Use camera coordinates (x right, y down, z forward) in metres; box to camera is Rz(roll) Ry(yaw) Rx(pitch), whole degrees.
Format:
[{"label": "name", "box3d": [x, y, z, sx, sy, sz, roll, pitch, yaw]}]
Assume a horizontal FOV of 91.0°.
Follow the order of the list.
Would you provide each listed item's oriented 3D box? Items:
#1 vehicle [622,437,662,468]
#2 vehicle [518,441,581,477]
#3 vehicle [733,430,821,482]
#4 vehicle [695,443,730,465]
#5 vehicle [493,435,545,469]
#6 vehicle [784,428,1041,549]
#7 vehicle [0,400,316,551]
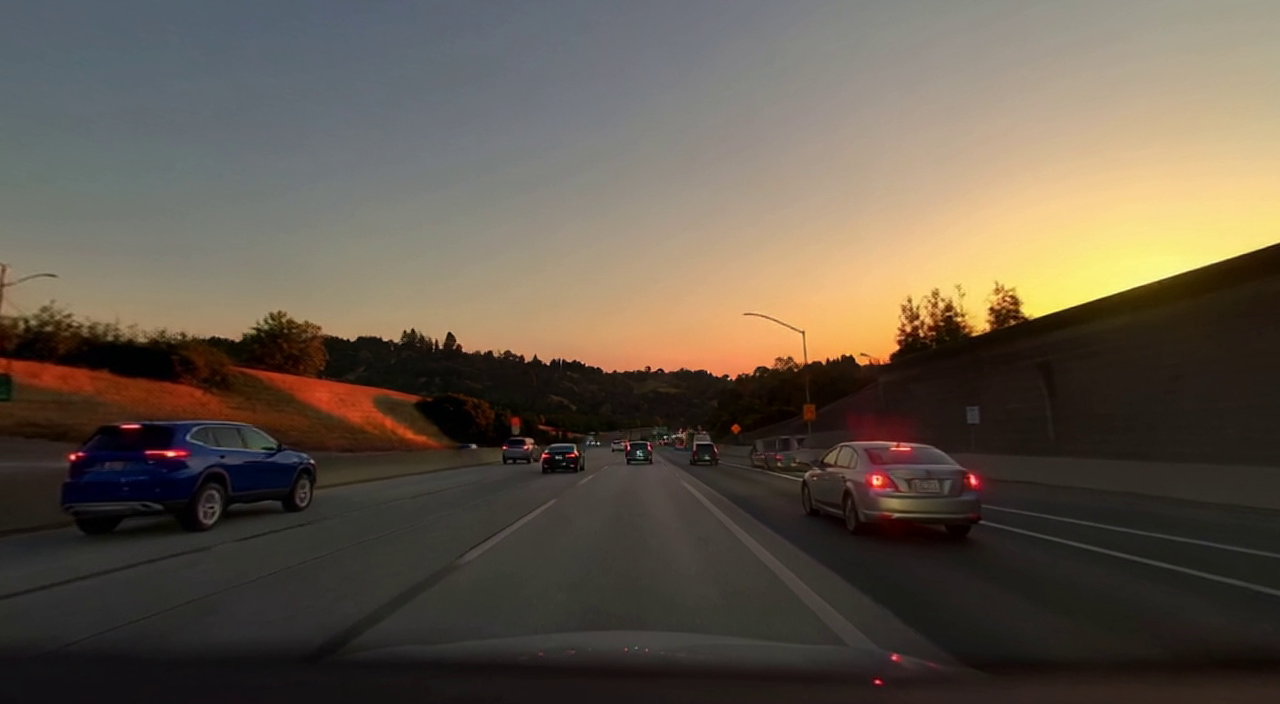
[{"label": "vehicle", "box3d": [0.104, 5.794, 36.333, 2.158, 1.706, 4.219, 0, -9, -1]}, {"label": "vehicle", "box3d": [-3.880, 4.689, 27.767, 2.071, 1.478, 4.130, 0, -9, 1]}, {"label": "vehicle", "box3d": [5.029, 3.902, 23.763, 2.335, 1.759, 4.297, 0, -9, 0]}, {"label": "vehicle", "box3d": [4.986, 7.084, 43.836, 1.944, 1.465, 4.245, 0, -9, 0]}, {"label": "vehicle", "box3d": [-6.896, 5.750, 36.375, 2.111, 1.811, 4.391, 0, -9, 1]}, {"label": "vehicle", "box3d": [3.955, 2.066, 10.236, 2.141, 1.507, 4.510, 0, -9, 0]}, {"label": "vehicle", "box3d": [-7.498, 1.866, 10.099, 2.142, 1.849, 4.566, 0, -9, 0]}]
